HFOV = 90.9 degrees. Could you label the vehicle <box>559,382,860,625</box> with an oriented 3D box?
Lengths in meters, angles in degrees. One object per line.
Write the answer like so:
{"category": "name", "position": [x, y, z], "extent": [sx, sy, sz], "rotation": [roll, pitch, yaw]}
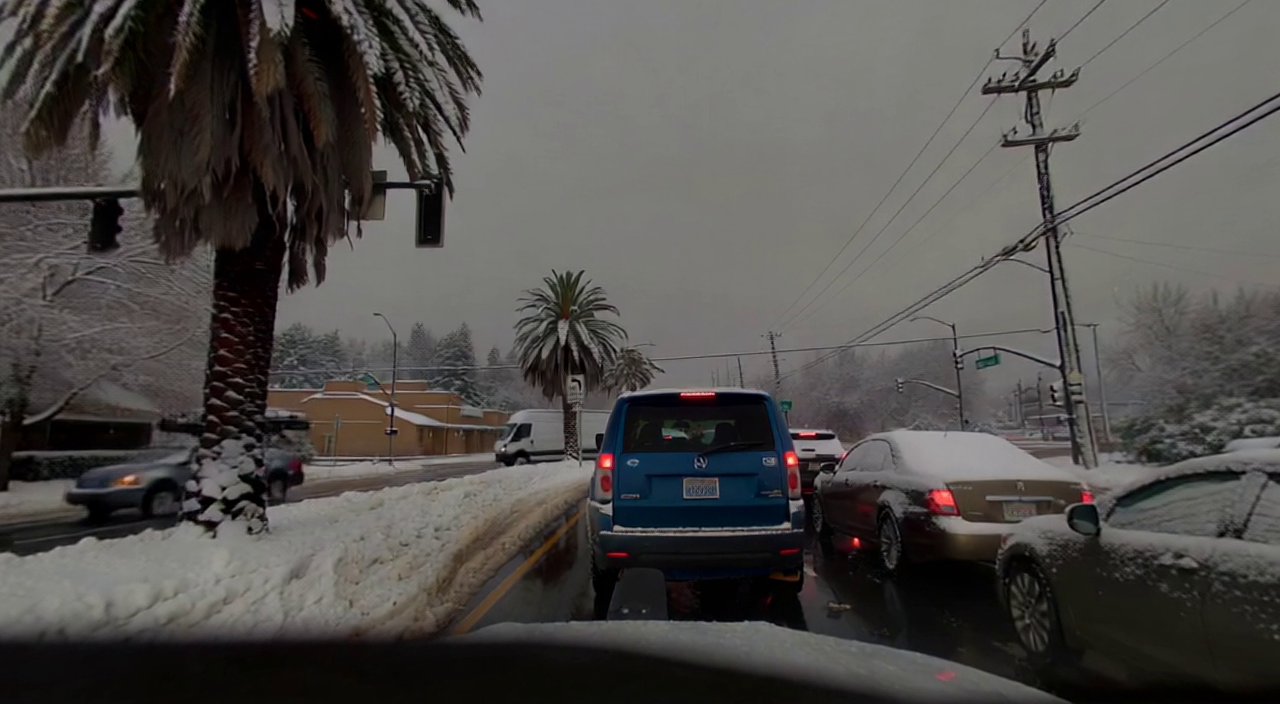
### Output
{"category": "vehicle", "position": [0.444, 1.436, 6.887], "extent": [2.228, 1.780, 4.269], "rotation": [0, -9, -2]}

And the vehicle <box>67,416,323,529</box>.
{"category": "vehicle", "position": [-12.256, 3.342, 18.167], "extent": [2.230, 2.653, 5.869], "rotation": [-2, -9, 12]}

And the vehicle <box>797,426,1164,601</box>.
{"category": "vehicle", "position": [3.420, 1.683, 7.507], "extent": [1.895, 1.456, 4.255], "rotation": [0, -9, -2]}

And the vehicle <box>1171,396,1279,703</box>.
{"category": "vehicle", "position": [3.348, 0.650, 0.659], "extent": [1.805, 1.485, 4.348], "rotation": [0, -9, 1]}
